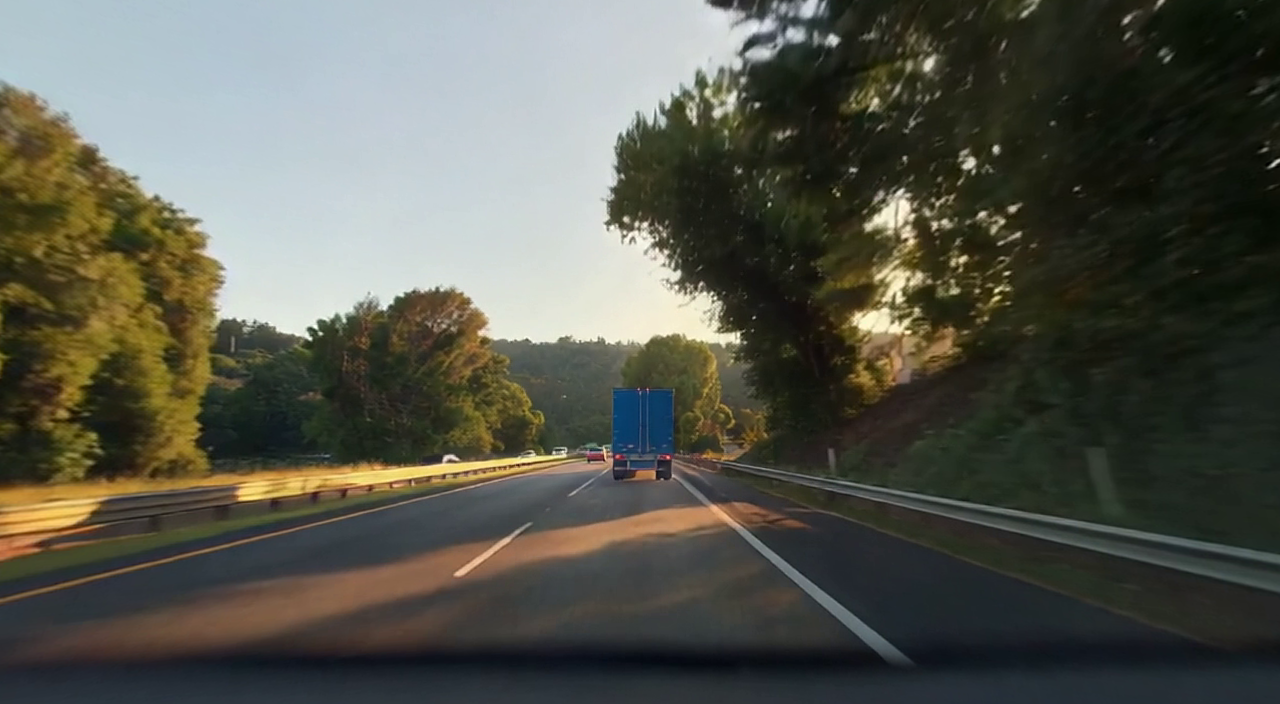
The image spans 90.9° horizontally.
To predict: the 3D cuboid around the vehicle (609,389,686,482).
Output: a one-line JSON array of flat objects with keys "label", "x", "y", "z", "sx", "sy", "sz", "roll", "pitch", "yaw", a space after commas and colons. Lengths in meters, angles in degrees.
[{"label": "vehicle", "x": 0.136, "y": 3.845, "z": 28.502, "sx": 2.913, "sy": 3.530, "sz": 8.648, "roll": 0, "pitch": -9, "yaw": -2}]
